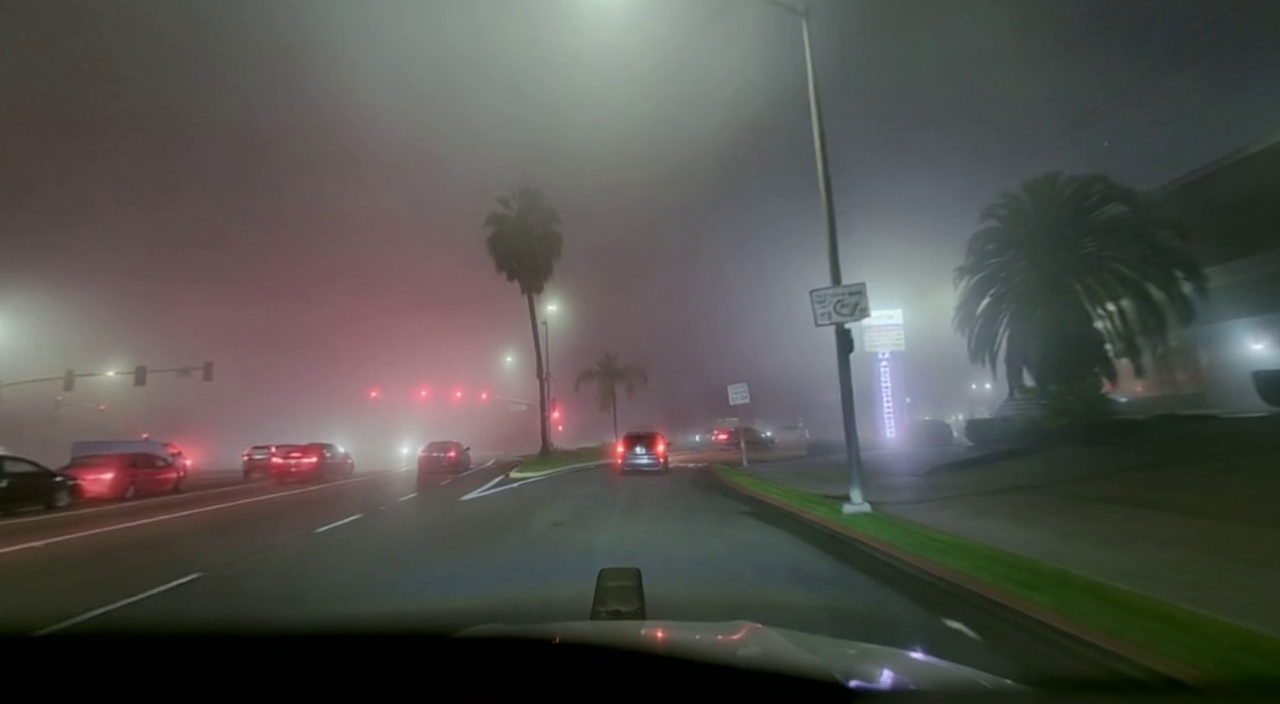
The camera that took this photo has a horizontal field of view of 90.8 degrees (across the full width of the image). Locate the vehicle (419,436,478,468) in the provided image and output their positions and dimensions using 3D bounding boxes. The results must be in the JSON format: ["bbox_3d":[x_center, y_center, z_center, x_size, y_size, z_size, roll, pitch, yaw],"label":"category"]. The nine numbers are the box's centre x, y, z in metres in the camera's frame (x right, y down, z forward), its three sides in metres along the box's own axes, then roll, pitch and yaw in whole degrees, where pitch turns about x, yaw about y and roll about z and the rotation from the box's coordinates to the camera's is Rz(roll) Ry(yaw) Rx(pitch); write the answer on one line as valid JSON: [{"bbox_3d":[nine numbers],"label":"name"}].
[{"bbox_3d":[-9.546,5.005,31.819,1.912,1.487,4.471,1,-8,-5],"label":"vehicle"}]

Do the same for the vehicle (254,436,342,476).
[{"bbox_3d":[-15.888,4.829,29.618,2.020,1.709,4.343,1,-8,-6],"label":"vehicle"}]

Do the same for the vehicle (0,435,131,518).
[{"bbox_3d":[-14.235,2.715,14.038,2.108,1.669,5.076,1,-8,-7],"label":"vehicle"}]

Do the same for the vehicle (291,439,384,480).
[{"bbox_3d":[-11.993,4.254,25.409,1.905,1.482,4.463,1,-8,-6],"label":"vehicle"}]

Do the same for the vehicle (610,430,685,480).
[{"bbox_3d":[0.376,3.497,21.670,2.070,1.493,4.570,-1,-8,7],"label":"vehicle"}]
